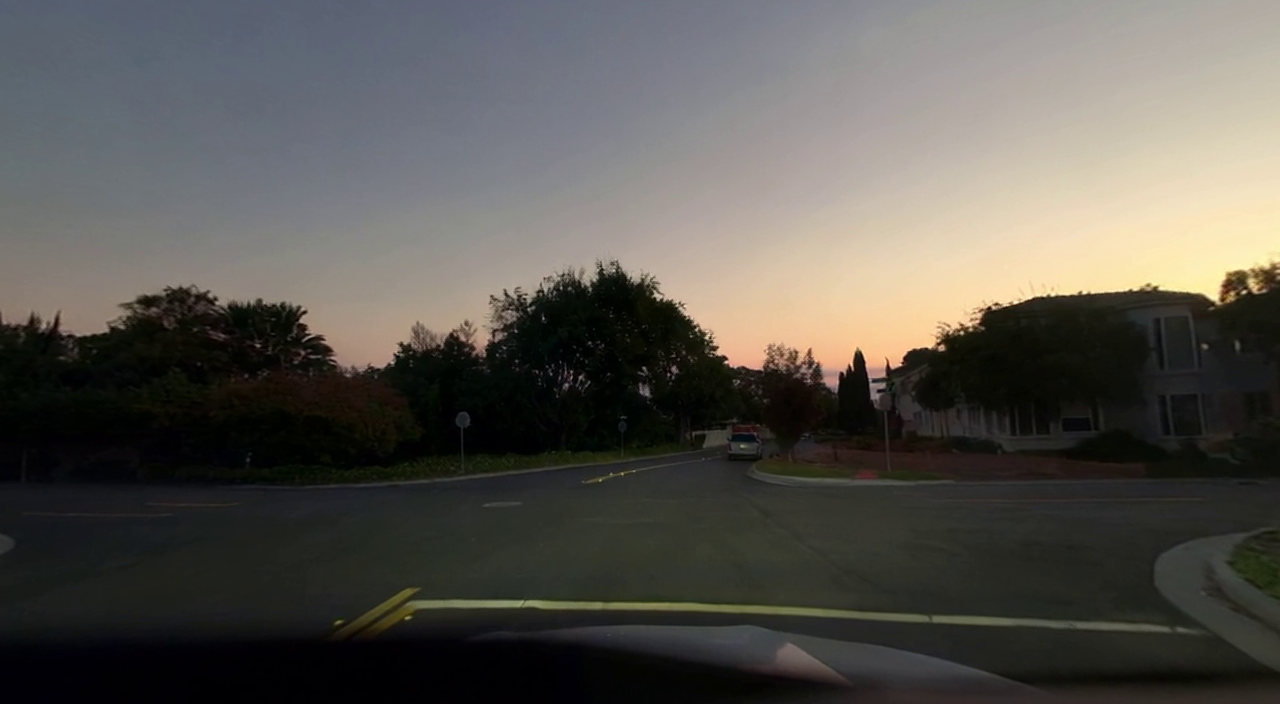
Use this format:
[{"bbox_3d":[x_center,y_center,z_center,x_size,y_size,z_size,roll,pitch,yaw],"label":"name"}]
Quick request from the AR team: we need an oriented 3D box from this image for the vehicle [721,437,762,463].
[{"bbox_3d":[8.083,7.712,49.736,2.258,1.947,4.762,-3,-9,20],"label":"vehicle"}]
